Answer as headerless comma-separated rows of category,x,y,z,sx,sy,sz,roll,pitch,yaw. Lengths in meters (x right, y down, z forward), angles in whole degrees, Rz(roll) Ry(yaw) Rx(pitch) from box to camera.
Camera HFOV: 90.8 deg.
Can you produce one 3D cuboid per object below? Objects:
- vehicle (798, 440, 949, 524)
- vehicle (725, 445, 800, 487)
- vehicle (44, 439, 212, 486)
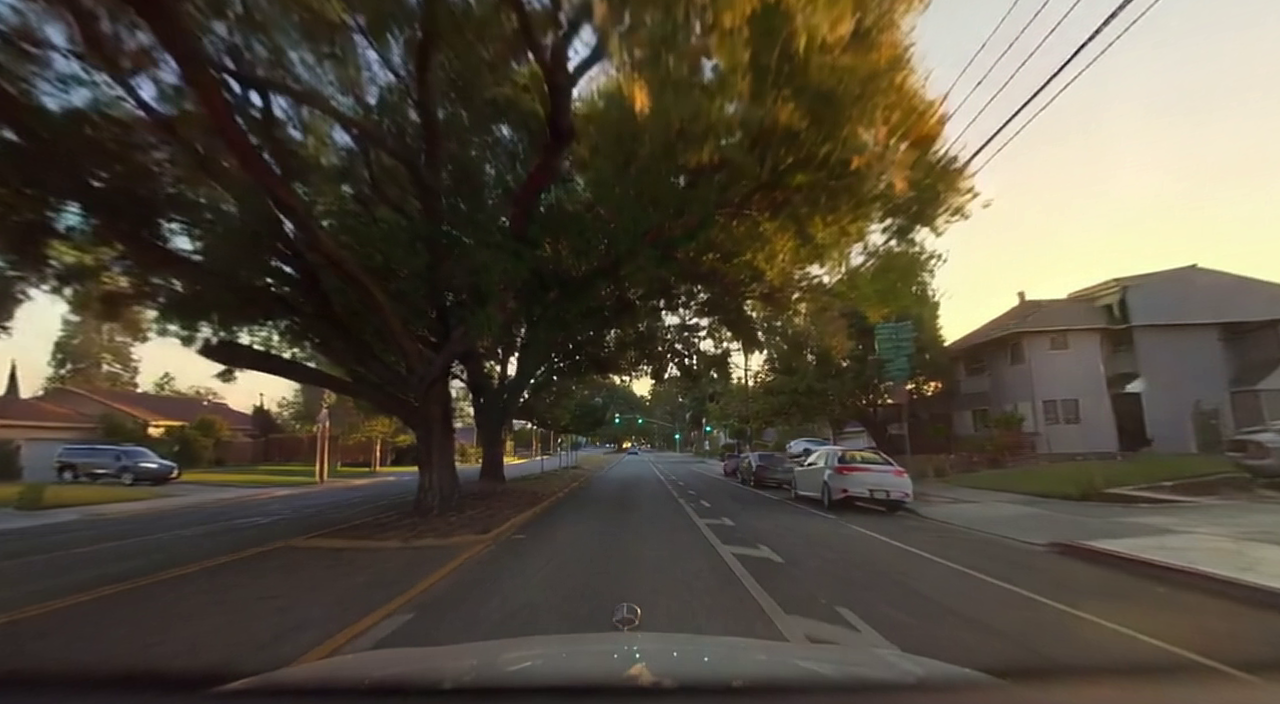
vehicle,4.791,2.677,13.530,1.875,1.540,3.402,0,-8,-1
vehicle,4.706,4.431,24.992,2.065,1.463,4.814,0,-8,1
vehicle,-20.960,4.530,26.049,4.931,1.801,2.142,0,-8,-1
